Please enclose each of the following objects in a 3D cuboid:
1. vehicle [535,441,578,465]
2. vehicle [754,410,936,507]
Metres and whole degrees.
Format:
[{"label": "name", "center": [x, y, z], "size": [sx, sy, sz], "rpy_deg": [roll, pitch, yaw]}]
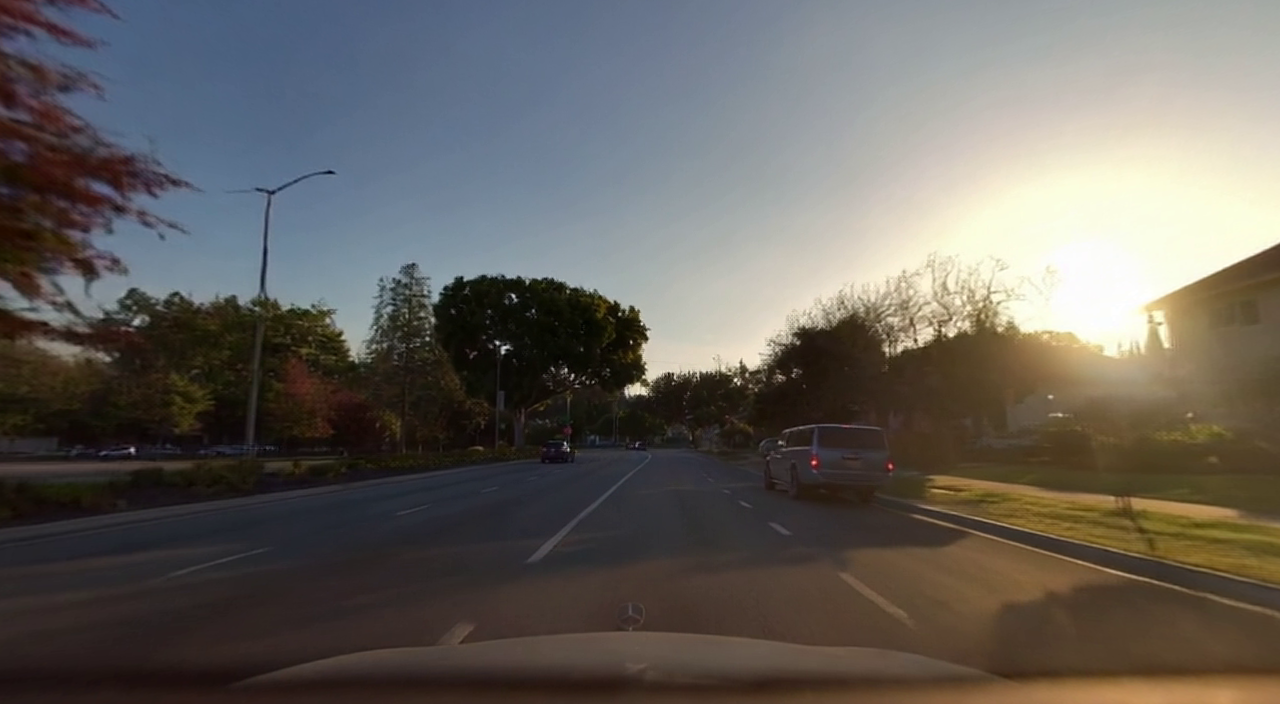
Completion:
[{"label": "vehicle", "center": [-5.307, 6.483, 40.689], "size": [2.060, 1.473, 4.645], "rpy_deg": [0, -8, 2]}, {"label": "vehicle", "center": [4.888, 2.711, 16.583], "size": [2.695, 2.013, 6.661], "rpy_deg": [0, -8, 1]}]
